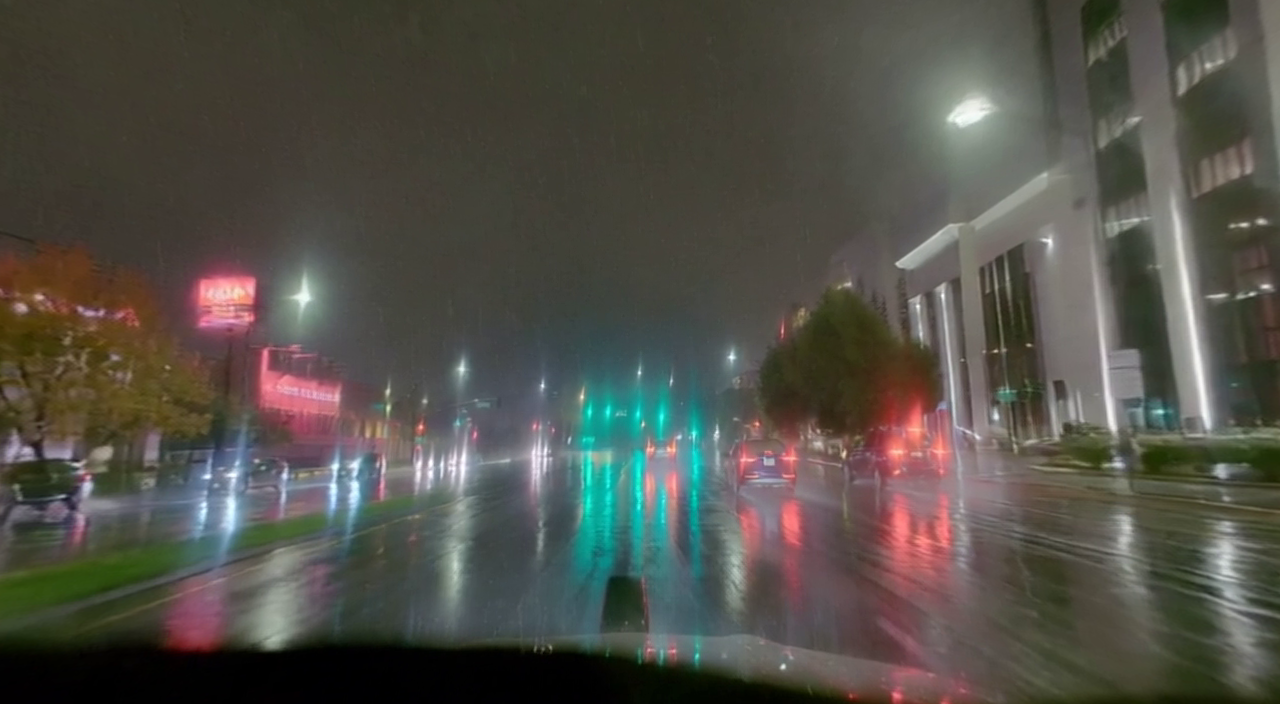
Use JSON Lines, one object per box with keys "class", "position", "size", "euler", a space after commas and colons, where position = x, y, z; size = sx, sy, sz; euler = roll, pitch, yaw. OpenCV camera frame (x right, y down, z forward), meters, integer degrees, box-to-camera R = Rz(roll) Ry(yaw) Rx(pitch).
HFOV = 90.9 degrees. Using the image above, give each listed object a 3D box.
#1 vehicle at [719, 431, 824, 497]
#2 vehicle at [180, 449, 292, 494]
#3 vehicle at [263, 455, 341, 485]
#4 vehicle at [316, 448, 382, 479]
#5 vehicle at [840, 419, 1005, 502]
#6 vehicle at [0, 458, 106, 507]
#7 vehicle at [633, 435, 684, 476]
{"class": "vehicle", "position": [3.505, 3.066, 17.730], "size": [1.931, 1.591, 4.708], "euler": [0, -8, 0]}
{"class": "vehicle", "position": [-17.993, 5.306, 28.414], "size": [1.954, 1.779, 4.635], "euler": [0, -8, 0]}
{"class": "vehicle", "position": [-18.061, 6.293, 33.936], "size": [1.716, 1.412, 4.335], "euler": [0, -8, 1]}
{"class": "vehicle", "position": [-17.909, 6.861, 39.053], "size": [1.847, 1.730, 4.530], "euler": [0, -8, 0]}
{"class": "vehicle", "position": [6.904, 2.704, 16.097], "size": [1.963, 1.783, 4.722], "euler": [0, -8, -1]}
{"class": "vehicle", "position": [-24.625, 5.379, 26.396], "size": [2.076, 1.688, 4.635], "euler": [3, -9, -24]}
{"class": "vehicle", "position": [0.745, 4.536, 27.992], "size": [2.125, 1.669, 3.880], "euler": [0, -8, 0]}
